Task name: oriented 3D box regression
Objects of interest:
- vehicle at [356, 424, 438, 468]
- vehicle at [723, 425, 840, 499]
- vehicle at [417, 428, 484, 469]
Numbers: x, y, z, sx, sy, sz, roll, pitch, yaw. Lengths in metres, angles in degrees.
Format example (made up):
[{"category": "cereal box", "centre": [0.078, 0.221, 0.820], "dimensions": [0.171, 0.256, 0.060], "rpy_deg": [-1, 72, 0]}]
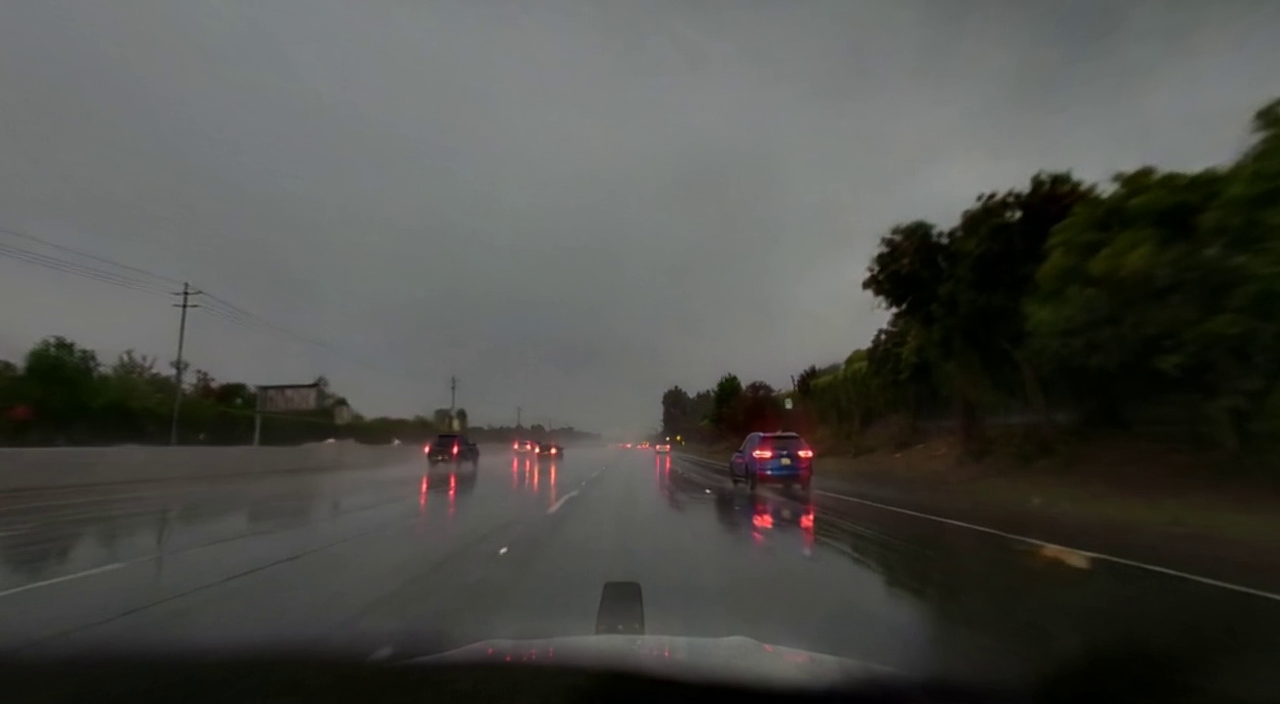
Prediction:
[{"category": "vehicle", "centre": [-15.005, 5.881, 39.400], "dimensions": [2.647, 2.508, 6.337], "rpy_deg": [0, -9, 0]}, {"category": "vehicle", "centre": [3.966, 3.190, 18.668], "dimensions": [2.184, 1.892, 4.763], "rpy_deg": [0, -9, -2]}, {"category": "vehicle", "centre": [-11.029, 5.681, 37.130], "dimensions": [2.261, 2.230, 5.435], "rpy_deg": [0, -9, 0]}]
